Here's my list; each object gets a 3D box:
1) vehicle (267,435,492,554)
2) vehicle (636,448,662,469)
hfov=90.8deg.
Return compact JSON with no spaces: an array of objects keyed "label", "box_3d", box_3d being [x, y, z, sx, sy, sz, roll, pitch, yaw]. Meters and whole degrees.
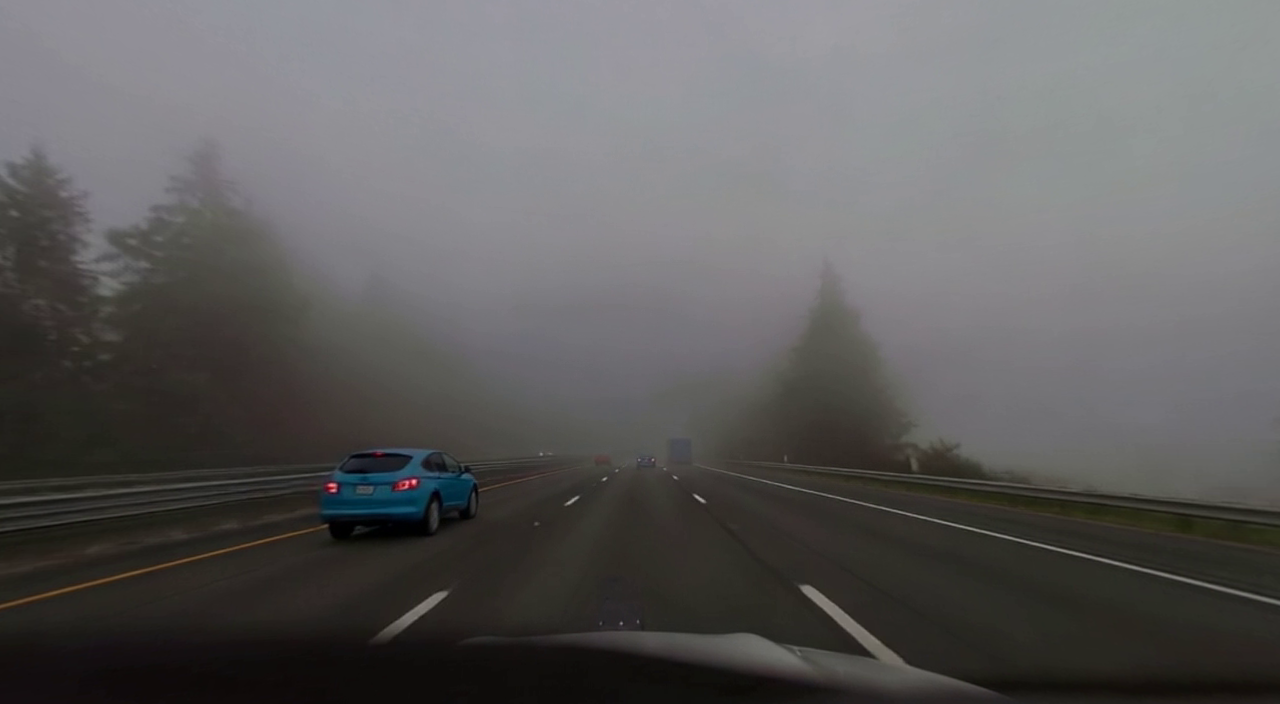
[{"label":"vehicle","box_3d":[-3.883,2.171,10.256,1.927,1.530,3.874,0,-9,1]},{"label":"vehicle","box_3d":[0.697,8.371,49.751,2.006,1.586,3.915,0,-9,1]}]
